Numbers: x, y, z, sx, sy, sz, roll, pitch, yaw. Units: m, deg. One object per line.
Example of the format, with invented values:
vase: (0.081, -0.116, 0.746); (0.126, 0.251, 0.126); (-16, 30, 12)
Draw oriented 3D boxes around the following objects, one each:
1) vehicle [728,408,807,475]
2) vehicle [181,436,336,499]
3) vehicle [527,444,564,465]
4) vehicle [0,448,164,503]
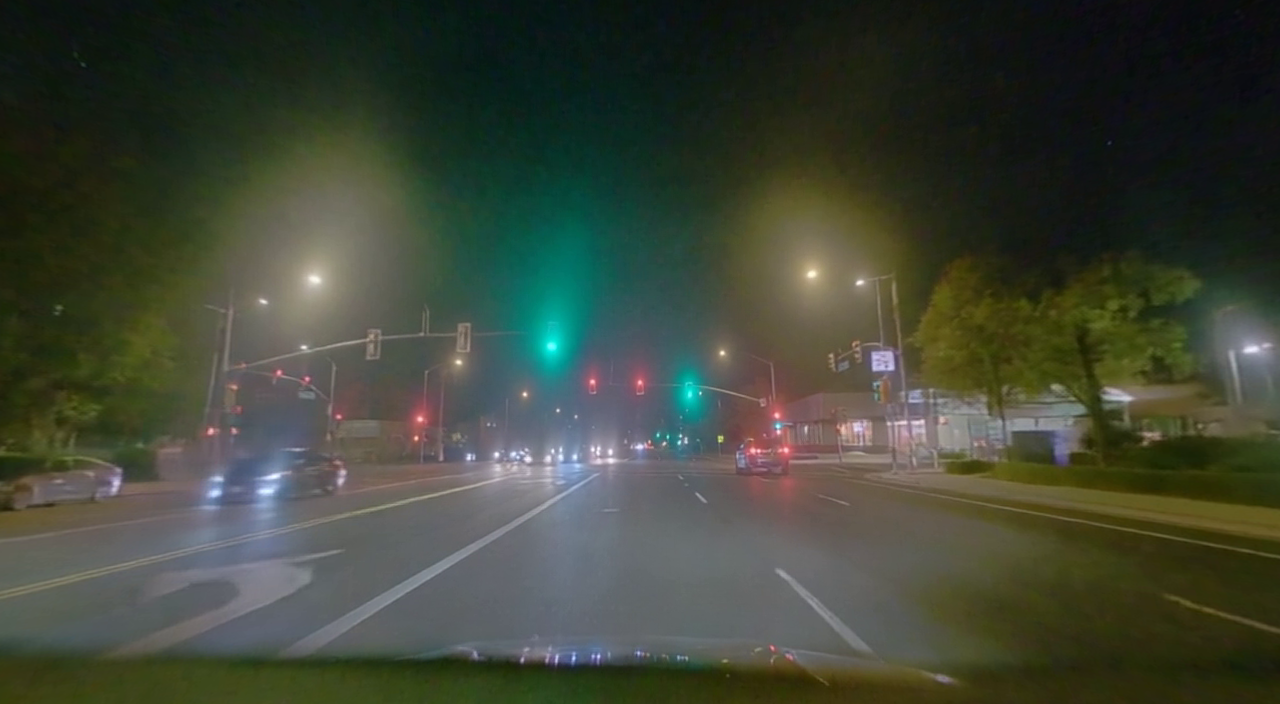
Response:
vehicle: (6.767, 4.915, 34.610); (2.802, 3.208, 7.459); (1, -8, 0)
vehicle: (-11.649, 3.516, 19.667); (2.098, 1.704, 4.313); (1, -8, 0)
vehicle: (-7.110, 7.750, 47.996); (1.986, 1.481, 4.602); (0, -8, 1)
vehicle: (-18.282, 3.891, 20.406); (1.901, 1.513, 4.795); (1, -8, 1)
